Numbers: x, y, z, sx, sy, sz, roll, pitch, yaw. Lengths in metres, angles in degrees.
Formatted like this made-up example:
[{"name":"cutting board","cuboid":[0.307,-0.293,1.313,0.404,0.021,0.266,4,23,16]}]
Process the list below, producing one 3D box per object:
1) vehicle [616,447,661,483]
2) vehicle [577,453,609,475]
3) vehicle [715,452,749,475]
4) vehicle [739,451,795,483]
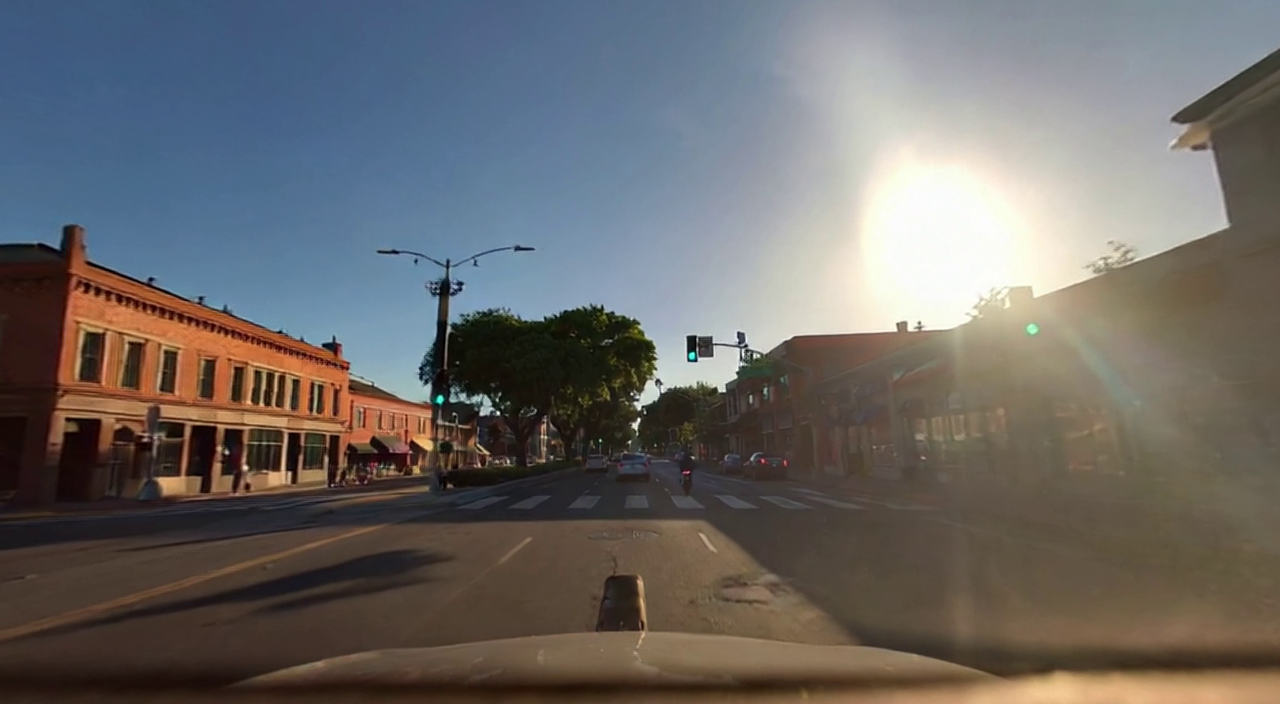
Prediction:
[{"name":"vehicle","cuboid":[-0.116,5.913,33.410,2.223,1.775,4.250,0,-8,-2]},{"name":"vehicle","cuboid":[-3.412,8.275,46.701,2.014,1.470,4.552,0,-8,-1]},{"name":"vehicle","cuboid":[6.837,8.298,47.335,1.785,1.586,3.896,0,-8,-2]},{"name":"vehicle","cuboid":[6.756,6.143,34.016,2.069,1.590,4.066,0,-8,-1]}]
